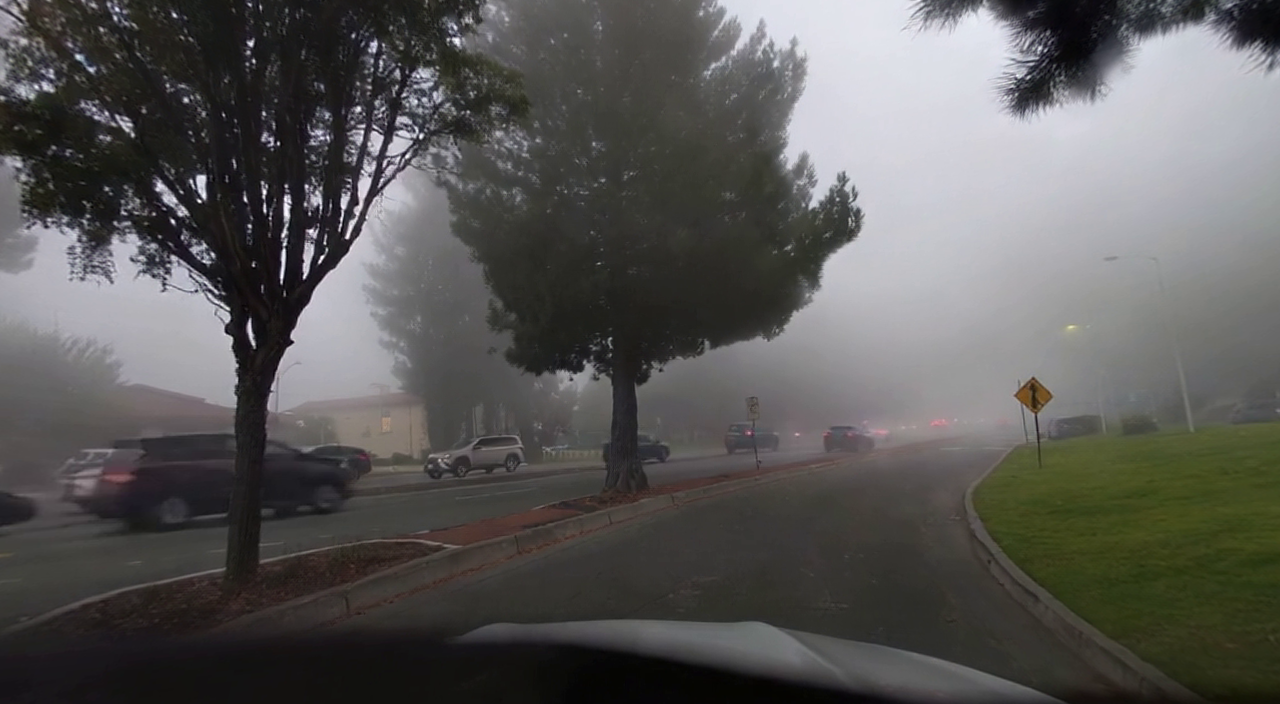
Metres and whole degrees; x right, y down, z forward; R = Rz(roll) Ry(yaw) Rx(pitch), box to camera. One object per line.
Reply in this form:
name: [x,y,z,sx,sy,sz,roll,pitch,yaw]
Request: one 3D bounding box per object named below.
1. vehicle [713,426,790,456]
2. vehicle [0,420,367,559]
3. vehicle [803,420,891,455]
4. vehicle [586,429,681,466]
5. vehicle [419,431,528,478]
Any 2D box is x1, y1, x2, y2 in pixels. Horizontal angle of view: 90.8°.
vehicle: [6.666,5.285,37.380,2.146,1.555,4.810,-11,-14,41]
vehicle: [-7.861,2.187,11.144,1.954,1.639,5.229,-9,-8,39]
vehicle: [10.652,4.401,32.235,2.201,1.574,5.060,-11,-13,42]
vehicle: [-0.268,5.101,34.045,2.313,1.688,5.015,-10,-11,40]
vehicle: [-8.265,5.058,31.728,2.134,1.924,4.911,-7,-7,41]
